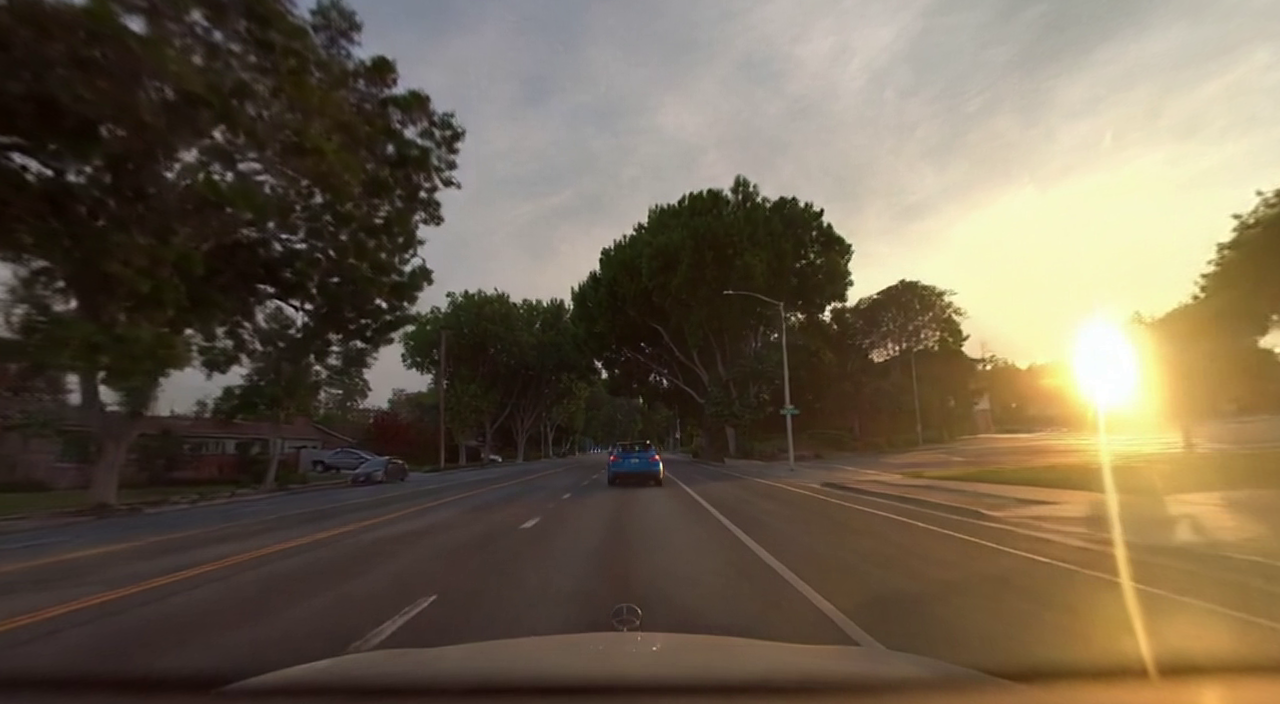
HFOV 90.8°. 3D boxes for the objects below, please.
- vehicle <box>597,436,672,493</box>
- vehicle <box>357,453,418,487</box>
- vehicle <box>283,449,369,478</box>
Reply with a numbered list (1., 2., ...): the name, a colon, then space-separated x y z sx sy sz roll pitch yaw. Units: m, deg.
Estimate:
1. vehicle: -0.182 3.597 20.487 2.181 1.639 4.127 0 -9 -1
2. vehicle: -13.989 6.520 35.247 1.900 1.596 4.142 -3 -9 -3
3. vehicle: -21.557 7.662 43.569 4.807 1.872 2.041 0 -9 -2
